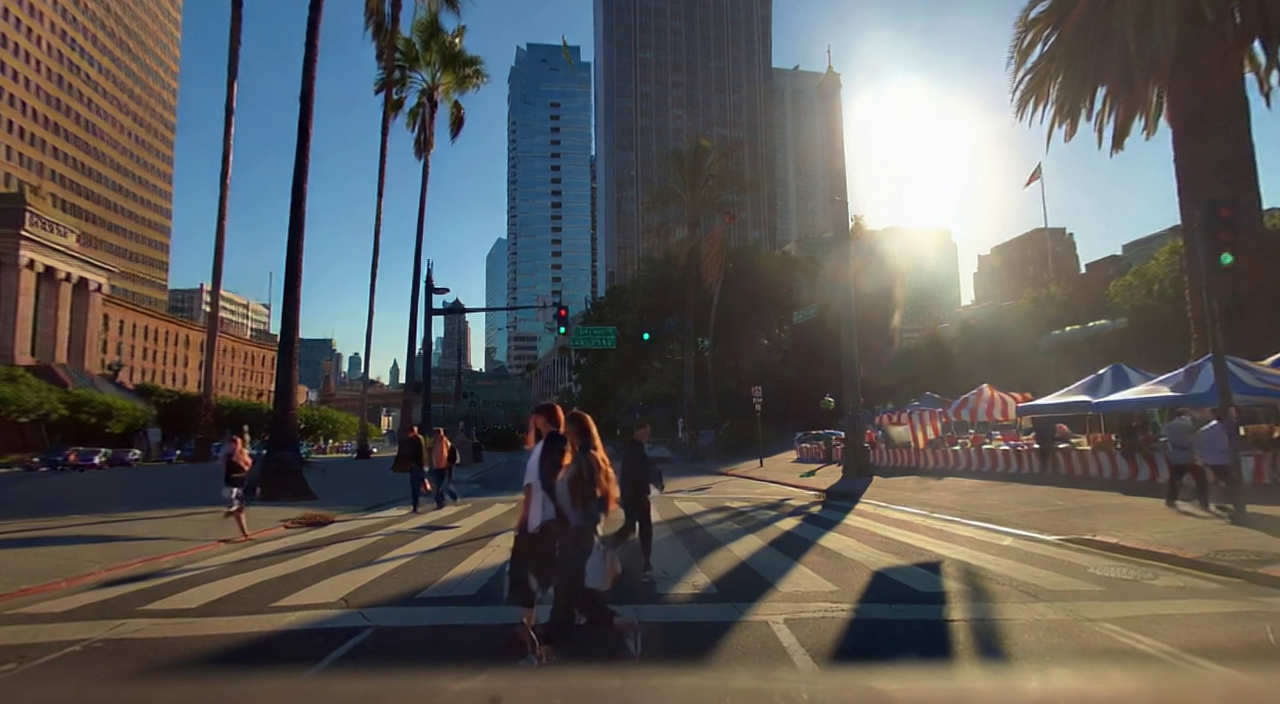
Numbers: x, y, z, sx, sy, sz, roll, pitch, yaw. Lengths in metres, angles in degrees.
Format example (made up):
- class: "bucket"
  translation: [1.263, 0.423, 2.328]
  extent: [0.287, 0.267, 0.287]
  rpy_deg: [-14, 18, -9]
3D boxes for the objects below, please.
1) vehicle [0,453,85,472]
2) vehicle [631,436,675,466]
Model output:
- class: "vehicle"
  translation: [-46.100, 8.445, 48.577]
  extent: [2.121, 1.294, 5.167]
  rpy_deg: [0, -8, 1]
- class: "vehicle"
  translation: [0.877, 7.273, 46.544]
  extent: [2.322, 2.071, 5.366]
  rpy_deg: [1, -9, -9]
